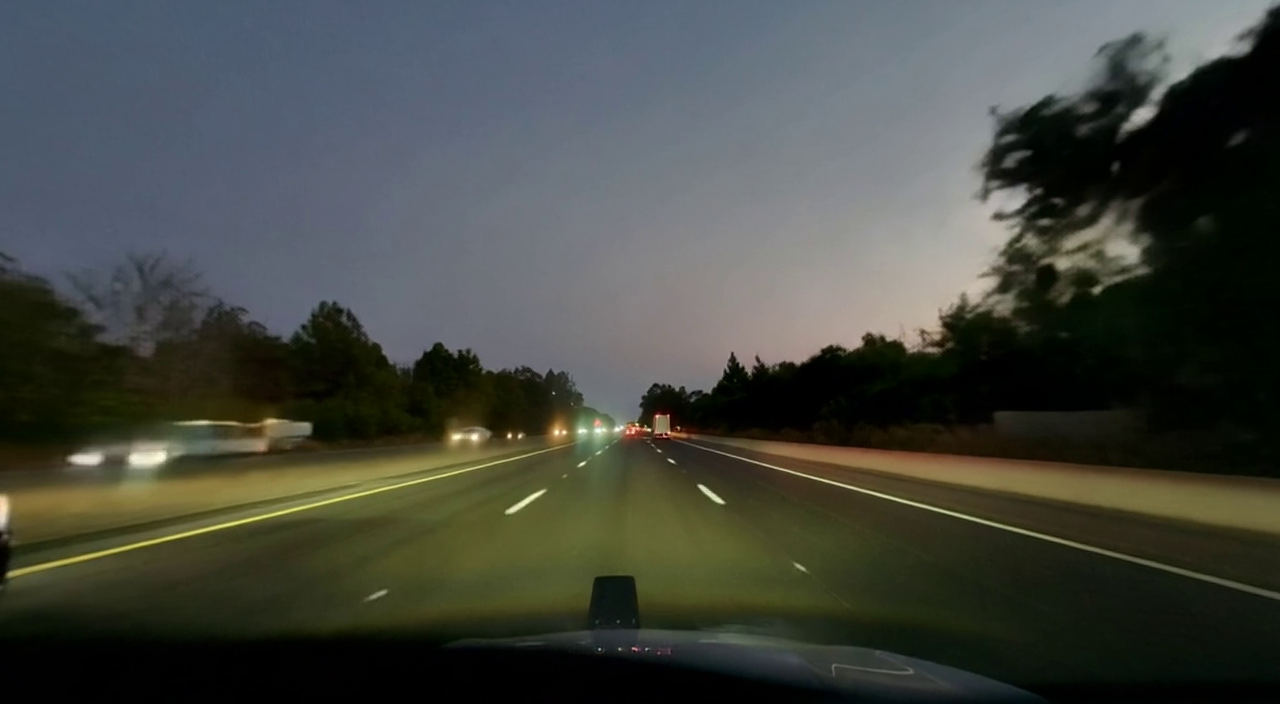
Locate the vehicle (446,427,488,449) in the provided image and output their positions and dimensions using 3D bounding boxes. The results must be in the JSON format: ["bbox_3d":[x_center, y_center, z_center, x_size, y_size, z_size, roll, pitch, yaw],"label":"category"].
[{"bbox_3d":[-13.222,6.607,48.255,1.968,1.561,4.517,0,-8,0],"label":"vehicle"}]

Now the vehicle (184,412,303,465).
[{"bbox_3d":[-21.781,4.809,35.021,2.214,2.624,6.869,0,-8,-1],"label":"vehicle"}]

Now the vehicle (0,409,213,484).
[{"bbox_3d":[-14.265,2.505,17.022,2.091,1.734,4.809,0,-8,-2],"label":"vehicle"}]
